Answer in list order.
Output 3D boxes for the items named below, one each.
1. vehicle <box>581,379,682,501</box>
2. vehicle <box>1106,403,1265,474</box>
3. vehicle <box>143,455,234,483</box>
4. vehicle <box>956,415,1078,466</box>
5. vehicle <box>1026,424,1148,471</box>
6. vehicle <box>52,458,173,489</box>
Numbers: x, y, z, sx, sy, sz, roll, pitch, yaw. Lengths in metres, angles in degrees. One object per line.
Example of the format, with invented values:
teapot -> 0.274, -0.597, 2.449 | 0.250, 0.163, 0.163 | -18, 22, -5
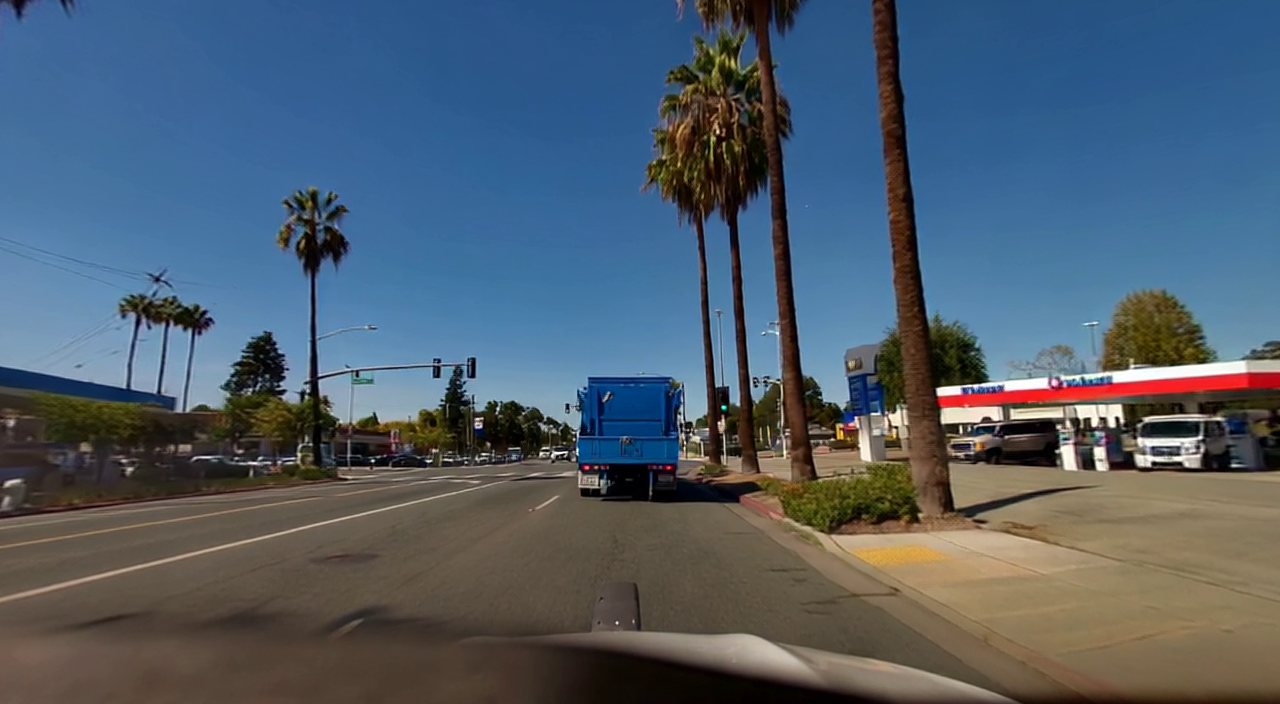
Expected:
vehicle -> -0.166, 2.554, 18.481 | 2.463, 2.954, 5.938 | 1, -8, 1
vehicle -> 15.731, 2.456, 18.171 | 4.472, 1.730, 1.939 | 2, -10, -31
vehicle -> -27.974, 7.252, 39.366 | 4.303, 1.567, 2.021 | 4, -10, -28
vehicle -> 15.930, 3.739, 26.629 | 5.078, 1.937, 2.326 | 6, -10, -34
vehicle -> 15.244, 3.232, 21.505 | 4.105, 1.433, 1.931 | 5, -10, -33
vehicle -> -27.721, 6.361, 33.405 | 4.493, 1.453, 1.912 | 4, -9, -27
